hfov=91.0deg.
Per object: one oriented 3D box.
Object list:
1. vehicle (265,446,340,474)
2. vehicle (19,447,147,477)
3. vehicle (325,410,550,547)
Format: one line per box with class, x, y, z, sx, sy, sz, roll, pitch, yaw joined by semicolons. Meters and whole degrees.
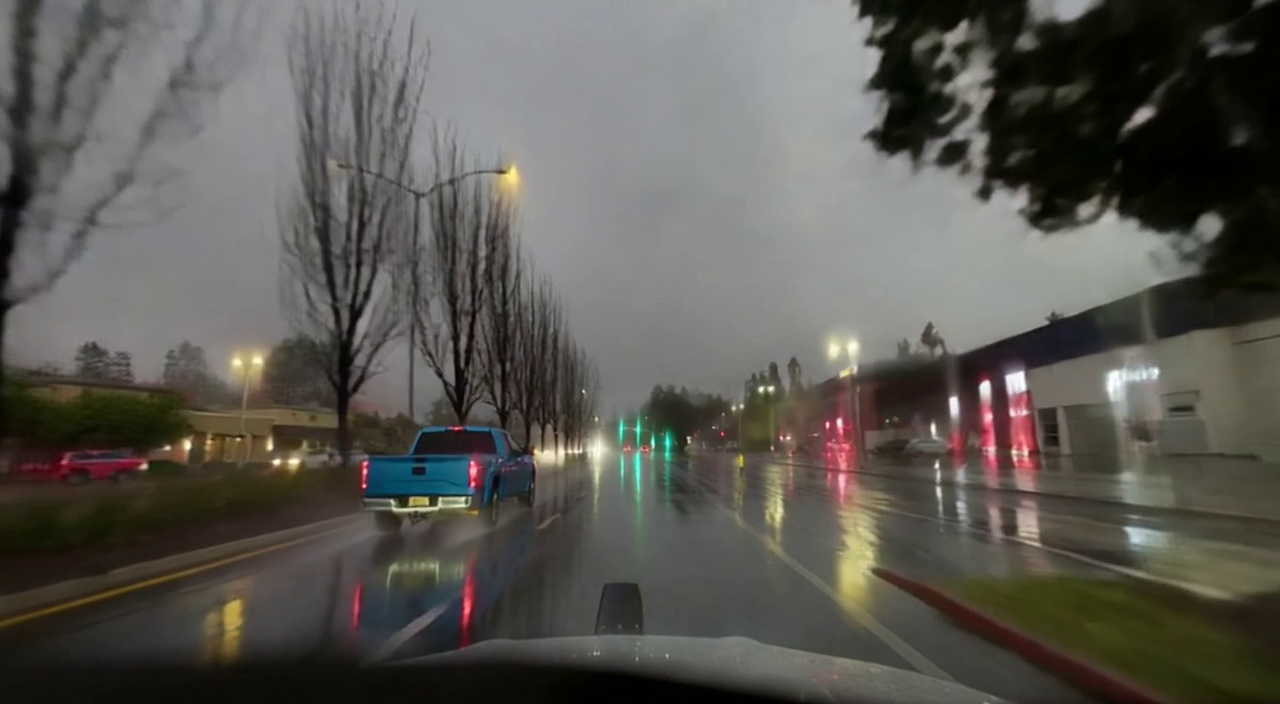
vehicle;-21.294;6.816;39.978;1.840;1.510;5.115;-2;-8;2
vehicle;-28.513;5.624;32.293;4.702;1.485;2.024;-1;-9;3
vehicle;-3.059;2.073;11.059;2.065;1.790;5.417;0;-9;1
